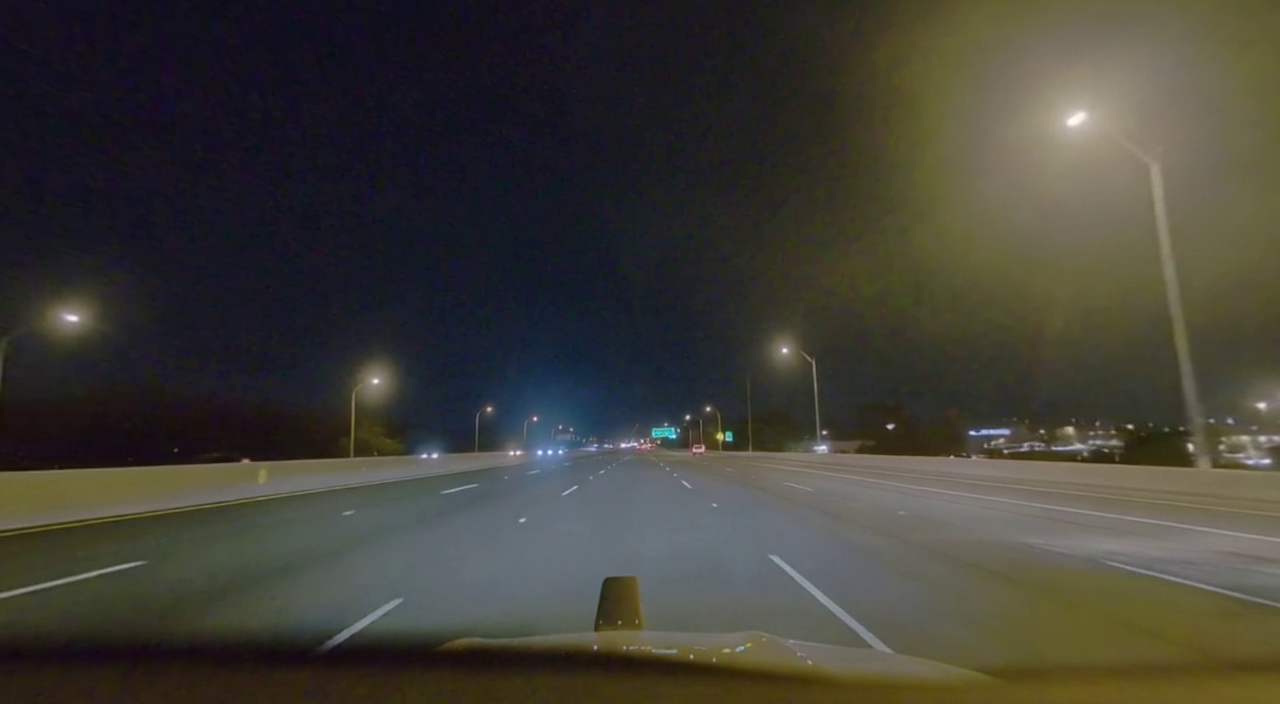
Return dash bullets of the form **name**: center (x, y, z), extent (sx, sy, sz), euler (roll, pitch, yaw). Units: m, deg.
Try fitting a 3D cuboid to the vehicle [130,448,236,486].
- **vehicle**: center (-22.018, 5.519, 30.672), extent (1.891, 1.687, 4.333), euler (0, -8, 0)
